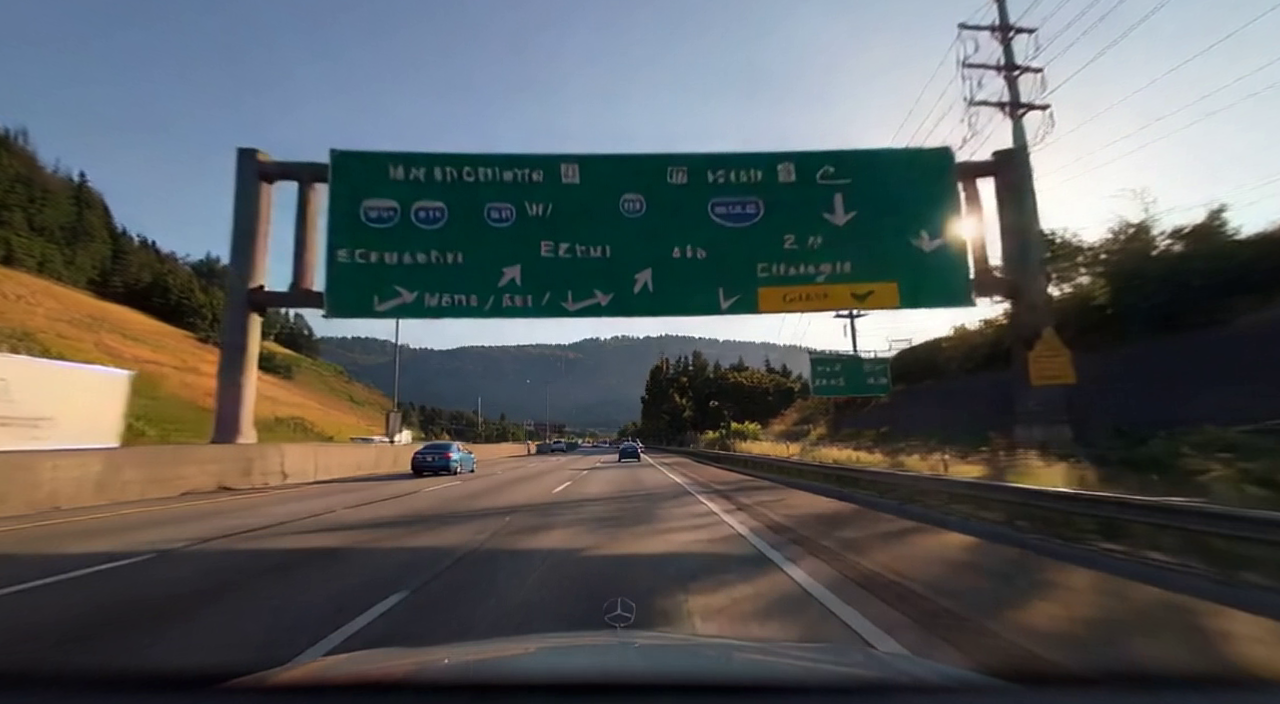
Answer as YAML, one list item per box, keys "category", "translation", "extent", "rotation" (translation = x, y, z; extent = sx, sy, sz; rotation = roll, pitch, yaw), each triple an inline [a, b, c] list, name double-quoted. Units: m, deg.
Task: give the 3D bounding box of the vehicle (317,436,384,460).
- category: "vehicle"
  translation: [-16.972, 5.636, 37.089]
  extent: [2.045, 1.312, 4.140]
  rotation: [0, -8, -1]

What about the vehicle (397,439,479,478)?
- category: "vehicle"
  translation: [-8.112, 4.309, 25.776]
  extent: [1.949, 1.428, 4.408]
  rotation: [0, -8, -1]

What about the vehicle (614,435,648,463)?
- category: "vehicle"
  translation: [-0.602, 6.310, 40.934]
  extent: [2.040, 1.715, 3.906]
  rotation: [0, -8, -1]

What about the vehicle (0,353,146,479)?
- category: "vehicle"
  translation: [-21.506, 1.916, 19.065]
  extent: [2.761, 3.920, 13.199]
  rotation: [0, -8, -2]
